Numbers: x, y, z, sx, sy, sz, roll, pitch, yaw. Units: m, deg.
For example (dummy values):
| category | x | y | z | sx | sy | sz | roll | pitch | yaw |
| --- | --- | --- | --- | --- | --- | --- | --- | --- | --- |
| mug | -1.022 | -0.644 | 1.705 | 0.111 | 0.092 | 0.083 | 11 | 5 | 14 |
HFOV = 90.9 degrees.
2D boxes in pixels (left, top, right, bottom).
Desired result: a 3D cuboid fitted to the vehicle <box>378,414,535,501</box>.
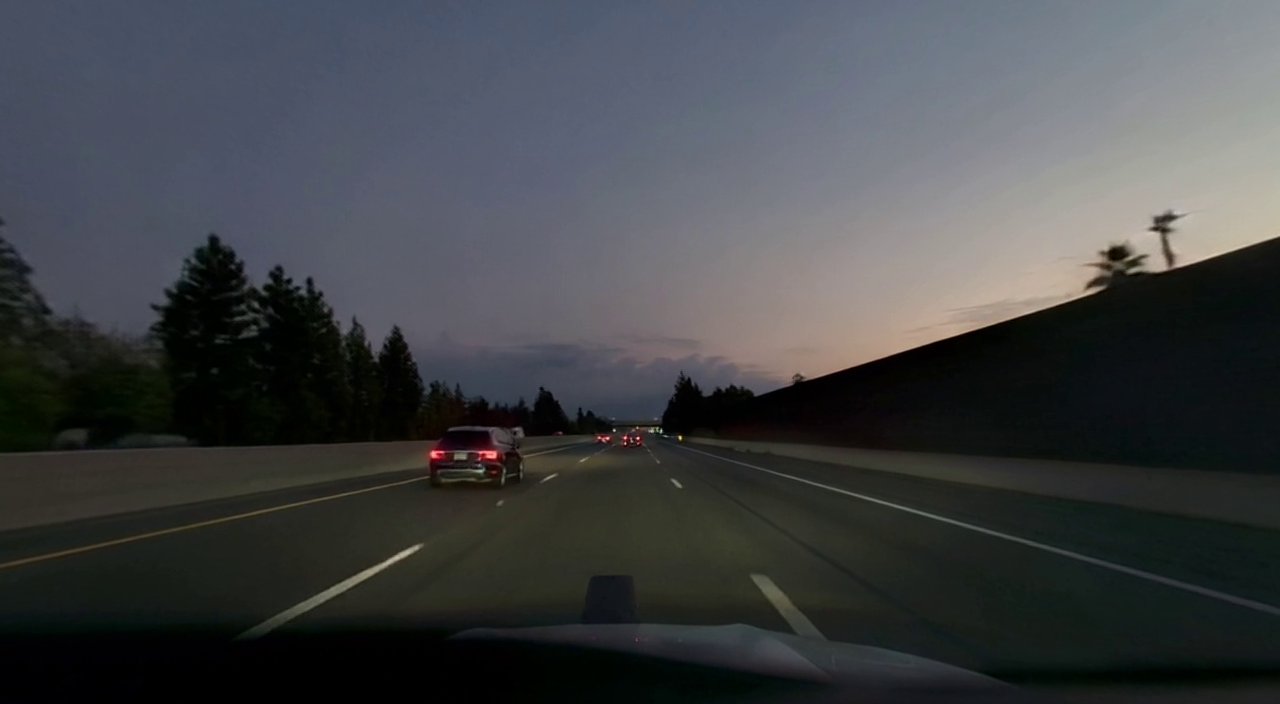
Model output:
| category | x | y | z | sx | sy | sz | roll | pitch | yaw |
| --- | --- | --- | --- | --- | --- | --- | --- | --- | --- |
| vehicle | -4.081 | 2.439 | 15.019 | 2.306 | 1.730 | 4.606 | 0 | -8 | 1 |
